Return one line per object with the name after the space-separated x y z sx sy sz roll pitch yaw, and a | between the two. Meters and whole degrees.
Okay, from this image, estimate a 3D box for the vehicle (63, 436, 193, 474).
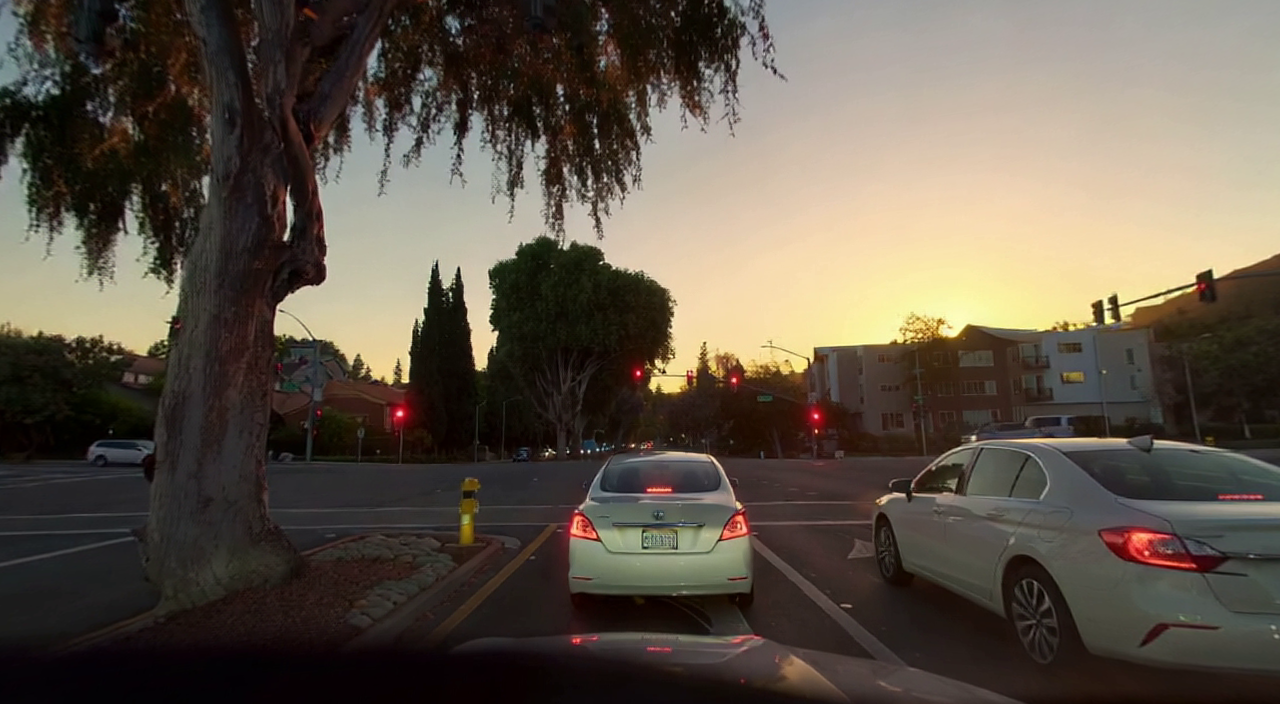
-24.261 4.871 29.999 4.450 1.684 1.894 0 -8 0 | vehicle

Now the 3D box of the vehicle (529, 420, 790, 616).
0.112 1.568 6.868 2.017 1.485 3.813 0 -8 -1 | vehicle

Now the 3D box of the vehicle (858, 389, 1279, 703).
3.179 1.124 3.889 1.931 1.493 4.555 0 -8 -1 | vehicle
